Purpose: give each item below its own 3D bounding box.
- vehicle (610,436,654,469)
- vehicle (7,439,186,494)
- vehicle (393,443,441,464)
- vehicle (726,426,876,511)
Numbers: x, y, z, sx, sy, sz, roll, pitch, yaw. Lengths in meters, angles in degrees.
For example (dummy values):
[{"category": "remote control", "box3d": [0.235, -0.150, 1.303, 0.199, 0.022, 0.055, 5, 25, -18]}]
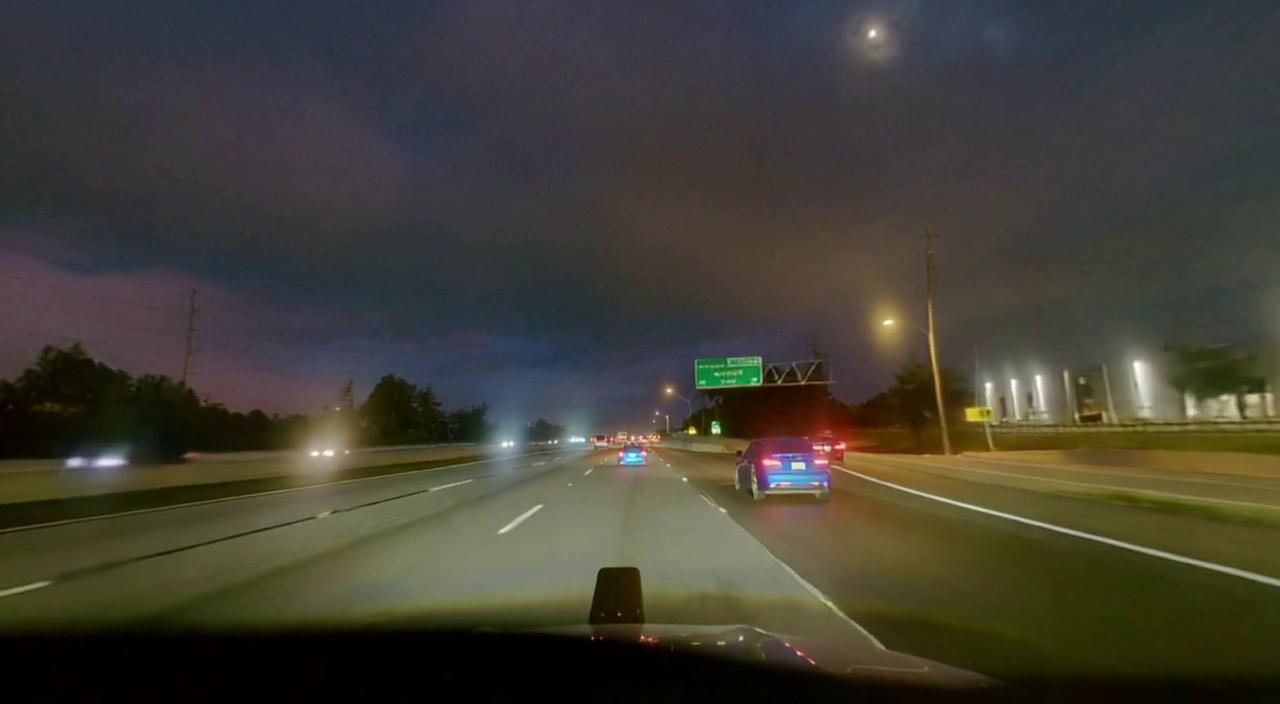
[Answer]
[{"category": "vehicle", "box3d": [-0.405, 4.879, 30.660, 2.019, 1.472, 3.971, 0, -8, -1]}, {"category": "vehicle", "box3d": [-16.657, 3.498, 19.647, 1.794, 1.492, 4.245, 0, -8, -1]}, {"category": "vehicle", "box3d": [-16.949, 7.705, 48.044, 1.912, 1.492, 4.608, 0, -8, 0]}, {"category": "vehicle", "box3d": [3.272, 2.472, 13.867, 1.995, 1.533, 4.463, 0, -8, -2]}]
